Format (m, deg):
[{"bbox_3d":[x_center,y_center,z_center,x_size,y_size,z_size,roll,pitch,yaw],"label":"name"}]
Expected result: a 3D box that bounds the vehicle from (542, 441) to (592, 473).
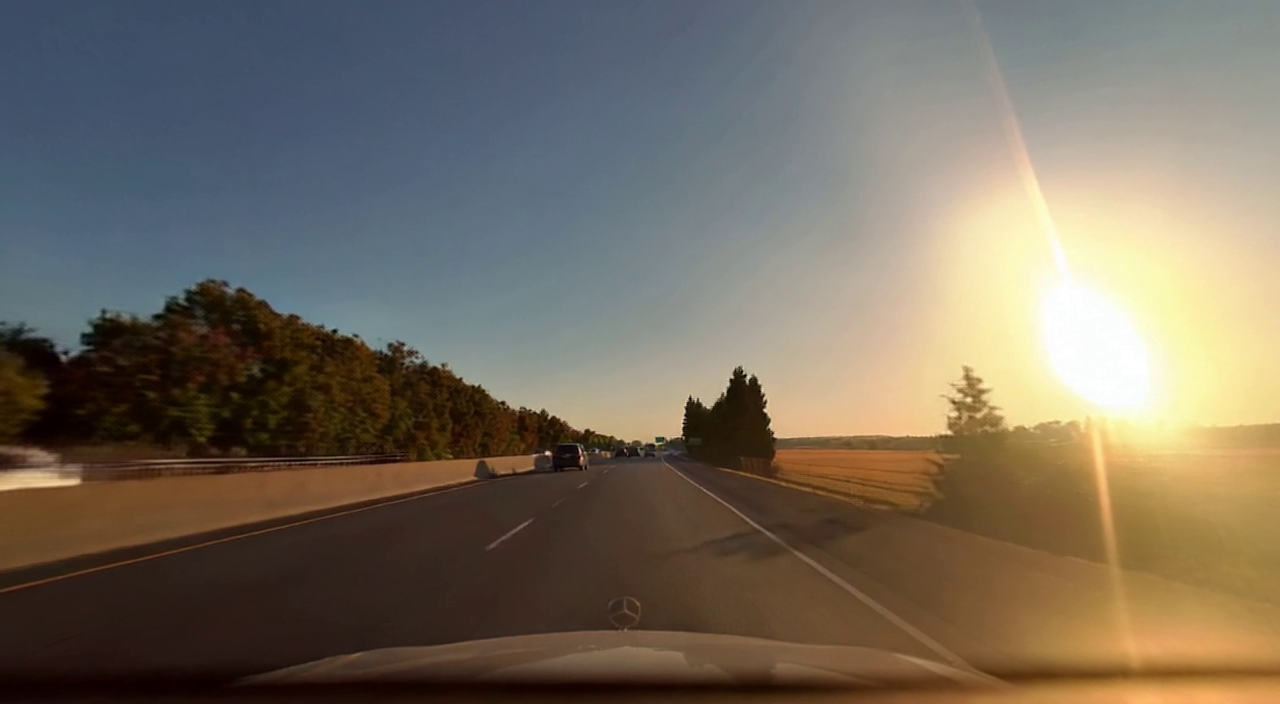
[{"bbox_3d":[-4.044,5.971,35.962,2.188,1.692,4.623,0,-9,1],"label":"vehicle"}]
